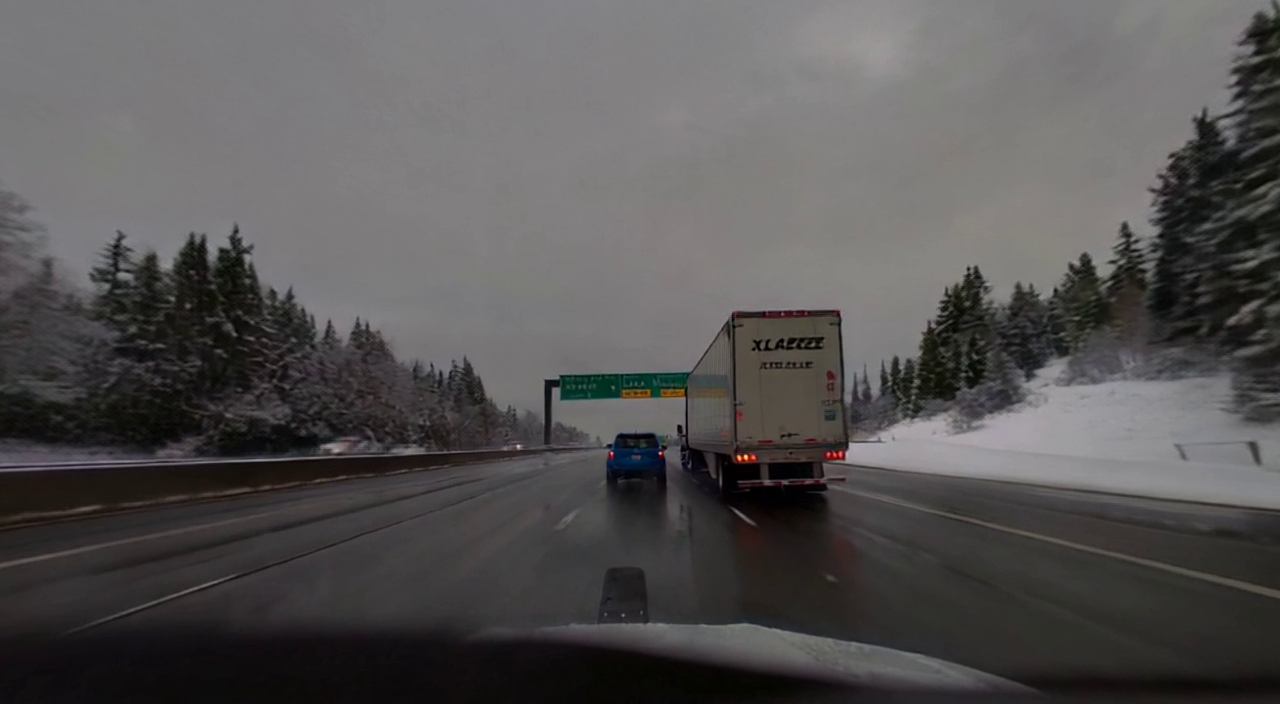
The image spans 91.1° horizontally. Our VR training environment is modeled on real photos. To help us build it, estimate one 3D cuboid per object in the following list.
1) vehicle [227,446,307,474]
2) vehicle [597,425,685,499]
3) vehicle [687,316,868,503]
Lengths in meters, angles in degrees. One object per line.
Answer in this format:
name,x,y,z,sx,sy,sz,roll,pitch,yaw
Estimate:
vehicle,-21.699,6.256,36.741,1.887,1.530,4.472,0,-8,1
vehicle,0.024,2.878,16.811,2.054,1.706,4.201,0,-9,0
vehicle,3.581,2.399,21.766,2.909,4.135,15.820,0,-9,1
